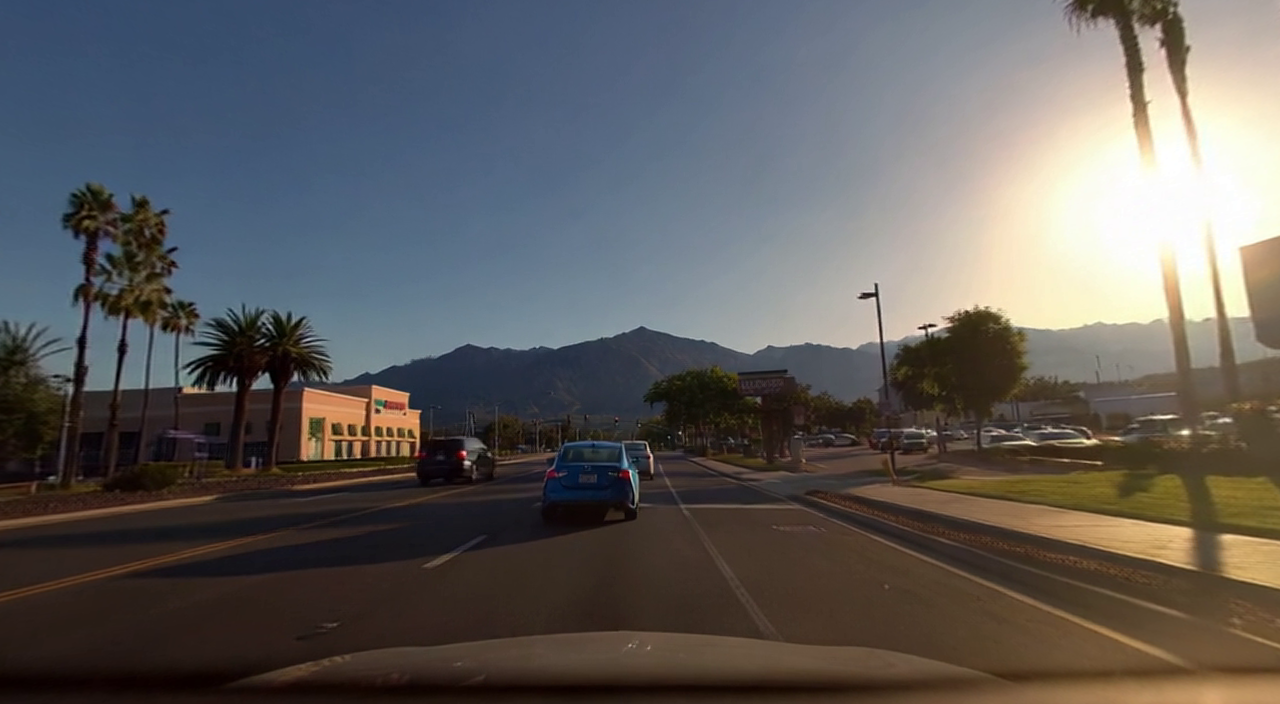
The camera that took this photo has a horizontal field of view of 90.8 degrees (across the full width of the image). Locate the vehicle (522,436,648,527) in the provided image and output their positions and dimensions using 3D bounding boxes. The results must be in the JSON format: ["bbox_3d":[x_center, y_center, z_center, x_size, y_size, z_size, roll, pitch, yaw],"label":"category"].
[{"bbox_3d":[-0.986,2.415,12.362,2.067,1.459,3.886,0,-8,-3],"label":"vehicle"}]

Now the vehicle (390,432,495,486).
[{"bbox_3d":[-7.724,4.249,25.416,2.400,1.900,5.325,0,-8,1],"label":"vehicle"}]

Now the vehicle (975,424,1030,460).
[{"bbox_3d":[16.861,4.186,29.318,1.961,1.526,4.640,-5,-10,30],"label":"vehicle"}]

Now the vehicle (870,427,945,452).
[{"bbox_3d":[19.063,6.274,45.152,1.925,1.652,4.490,6,-10,-35],"label":"vehicle"}]
